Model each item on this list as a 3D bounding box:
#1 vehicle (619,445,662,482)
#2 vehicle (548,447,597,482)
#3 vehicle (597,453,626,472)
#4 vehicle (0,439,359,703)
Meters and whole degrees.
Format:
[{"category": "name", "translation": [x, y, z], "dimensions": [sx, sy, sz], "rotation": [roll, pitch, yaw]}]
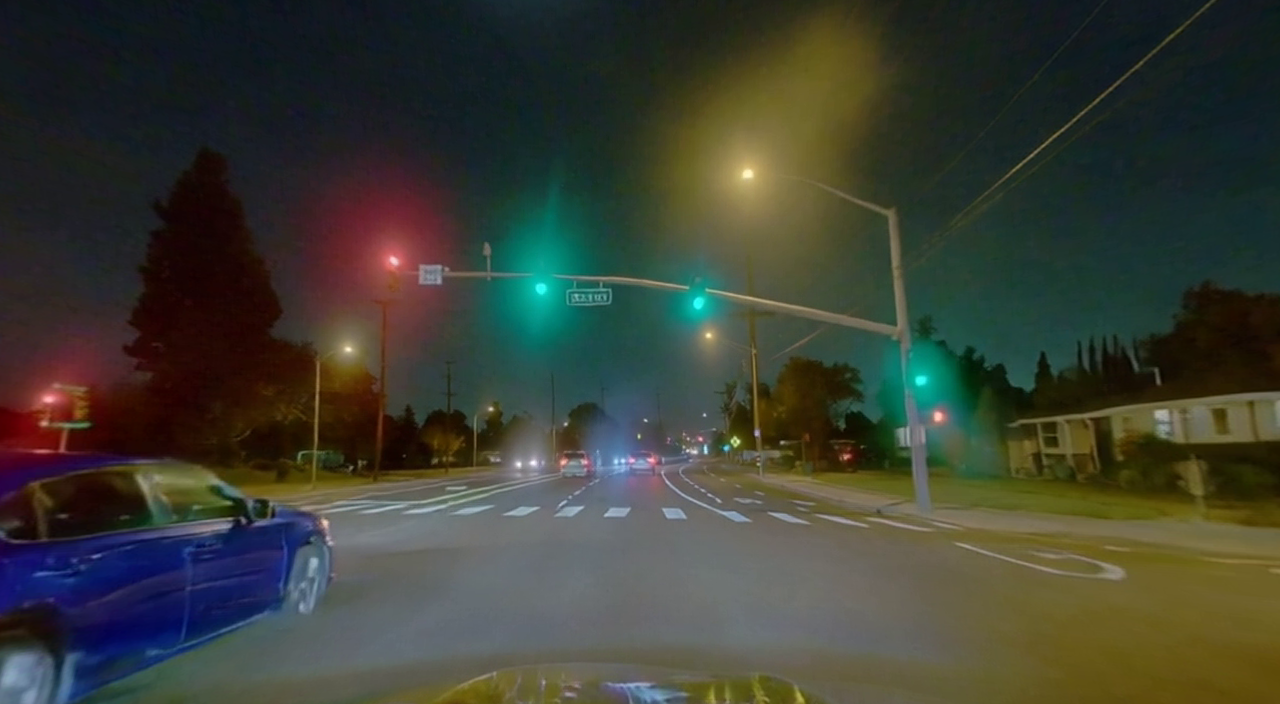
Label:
[{"category": "vehicle", "translation": [0.112, 5.967, 34.149], "dimensions": [2.155, 1.836, 4.250], "rotation": [0, -9, 2]}, {"category": "vehicle", "translation": [-3.427, 5.811, 32.988], "dimensions": [1.899, 1.685, 4.121], "rotation": [0, -9, 3]}, {"category": "vehicle", "translation": [-2.192, 8.693, 49.853], "dimensions": [1.863, 1.449, 4.153], "rotation": [0, -9, 4]}, {"category": "vehicle", "translation": [-3.570, 1.215, 3.578], "dimensions": [1.901, 1.409, 4.442], "rotation": [0, -9, 0]}]
